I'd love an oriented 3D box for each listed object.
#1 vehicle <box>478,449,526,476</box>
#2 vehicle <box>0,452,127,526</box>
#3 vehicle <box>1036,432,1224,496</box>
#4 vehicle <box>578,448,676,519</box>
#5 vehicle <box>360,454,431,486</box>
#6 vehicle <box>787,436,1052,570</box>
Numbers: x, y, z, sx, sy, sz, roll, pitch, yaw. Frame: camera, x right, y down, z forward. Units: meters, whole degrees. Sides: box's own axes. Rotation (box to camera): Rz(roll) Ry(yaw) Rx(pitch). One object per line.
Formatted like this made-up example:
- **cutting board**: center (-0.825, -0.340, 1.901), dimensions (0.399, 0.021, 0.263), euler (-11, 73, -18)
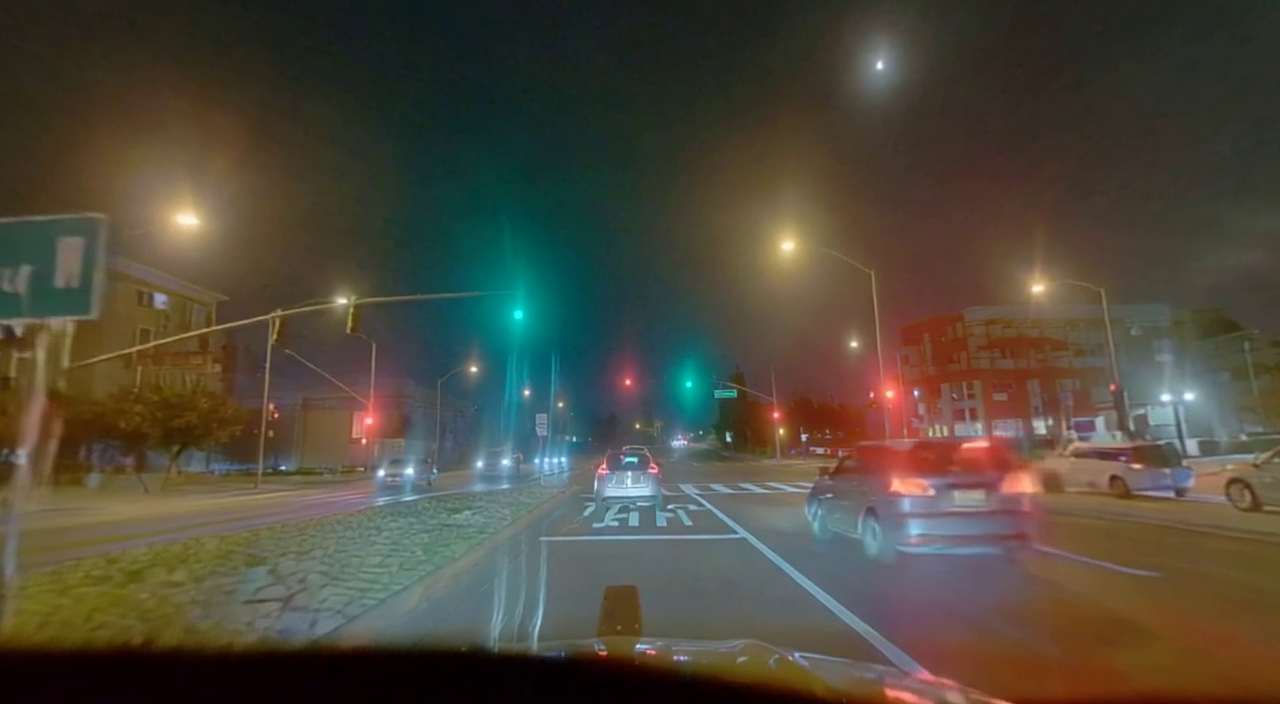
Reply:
- **vehicle**: center (-8.594, 6.919, 39.654), dimensions (1.966, 1.571, 4.479), euler (0, -9, 1)
- **vehicle**: center (-16.045, 3.509, 16.266), dimensions (1.936, 1.733, 4.087), euler (-3, -10, 3)
- **vehicle**: center (13.062, 2.997, 17.159), dimensions (1.887, 1.504, 3.898), euler (0, -9, -1)
- **vehicle**: center (-0.306, 3.034, 15.128), dimensions (2.010, 1.447, 4.121), euler (0, -9, -1)
- **vehicle**: center (-12.385, 5.975, 32.157), dimensions (1.904, 1.475, 4.068), euler (0, -9, 1)
- **vehicle**: center (3.644, 2.014, 9.128), dimensions (2.023, 1.506, 3.816), euler (0, -9, -1)
